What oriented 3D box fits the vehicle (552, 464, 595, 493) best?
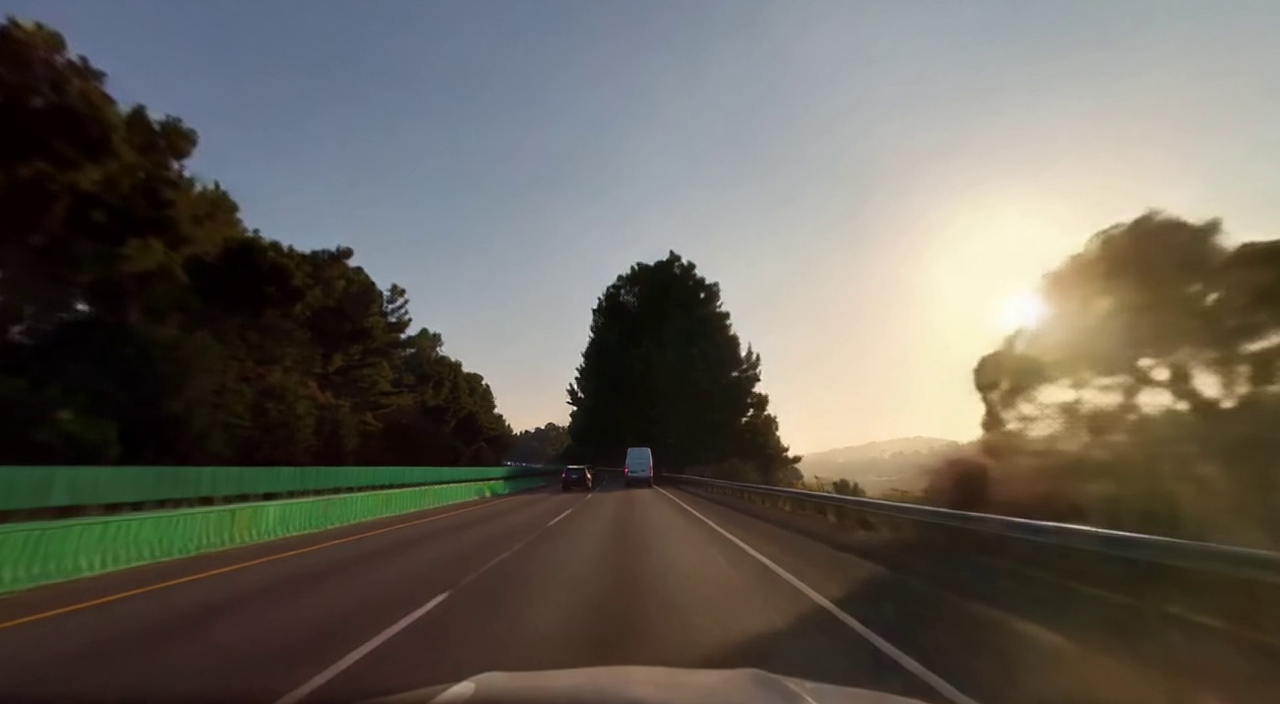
[{"bbox_3d":[-3.725,7.185,35.853,2.038,1.490,4.391,1,-11,-1],"label":"vehicle"}]
